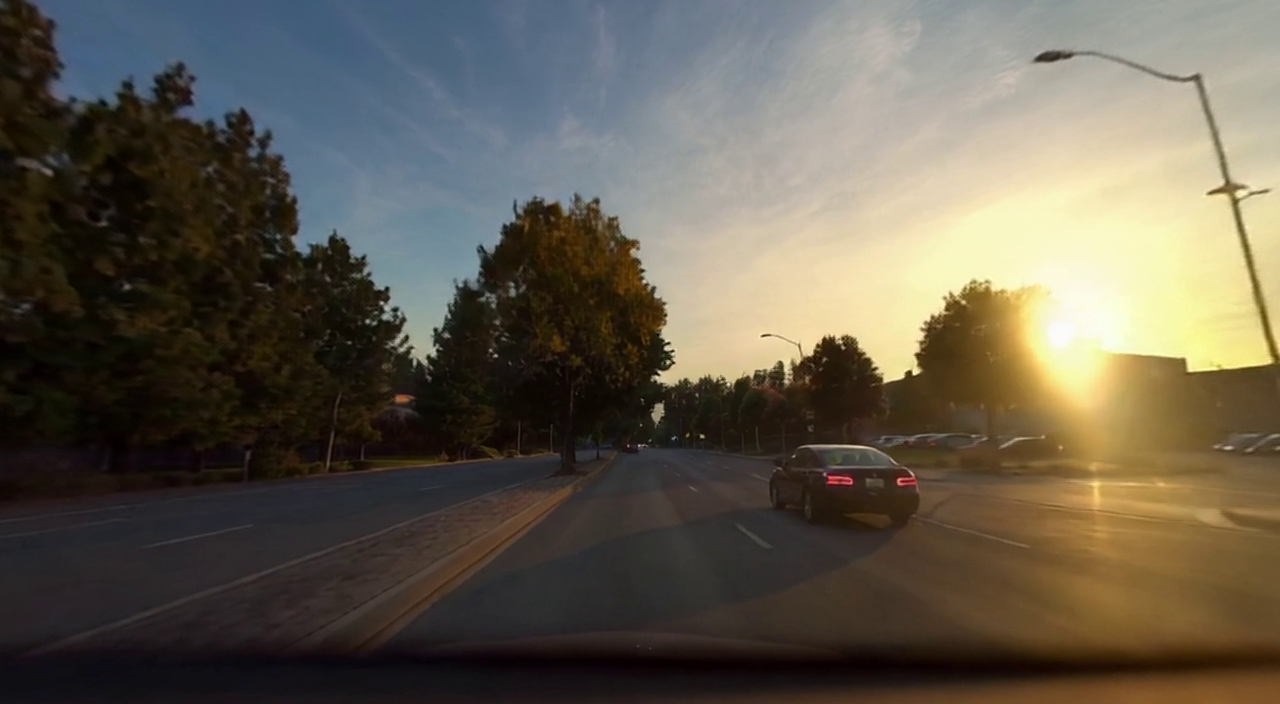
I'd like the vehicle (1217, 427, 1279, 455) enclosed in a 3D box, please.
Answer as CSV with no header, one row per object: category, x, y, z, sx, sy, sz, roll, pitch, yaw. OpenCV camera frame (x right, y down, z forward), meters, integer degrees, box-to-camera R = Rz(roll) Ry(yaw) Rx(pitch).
vehicle,41.524,5.911,41.981,4.176,1.781,2.144,0,-9,-1

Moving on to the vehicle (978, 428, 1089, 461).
vehicle,25.485,6.002,41.055,5.672,1.841,2.092,-2,-7,0

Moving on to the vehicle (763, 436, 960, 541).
vehicle,3.525,2.236,10.985,1.852,1.453,4.083,0,-9,-1
